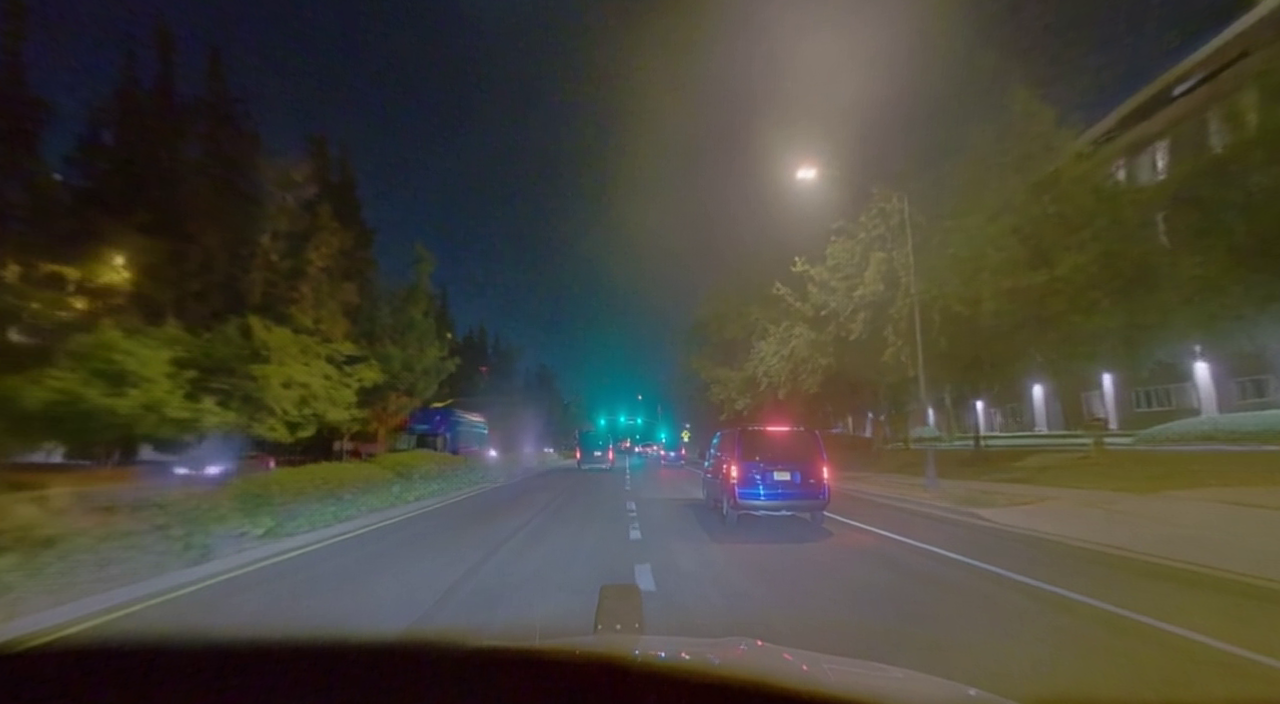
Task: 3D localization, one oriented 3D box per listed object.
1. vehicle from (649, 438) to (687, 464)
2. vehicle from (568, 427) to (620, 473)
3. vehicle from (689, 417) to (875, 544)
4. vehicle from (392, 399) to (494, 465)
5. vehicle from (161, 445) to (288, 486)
[{"bbox_3d":[1.858,6.761,43.200,2.248,1.692,4.252,0,-8,-2],"label":"vehicle"},{"bbox_3d":[-2.169,4.767,30.836,2.228,2.054,4.309,0,-8,0],"label":"vehicle"},{"bbox_3d":[2.066,2.015,10.557,1.965,1.671,4.146,0,-8,-3],"label":"vehicle"},{"bbox_3d":[-12.592,5.421,41.929,3.206,3.740,11.455,0,-8,-1],"label":"vehicle"},{"bbox_3d":[-16.853,4.596,25.973,2.139,1.493,4.521,0,-8,0],"label":"vehicle"}]
